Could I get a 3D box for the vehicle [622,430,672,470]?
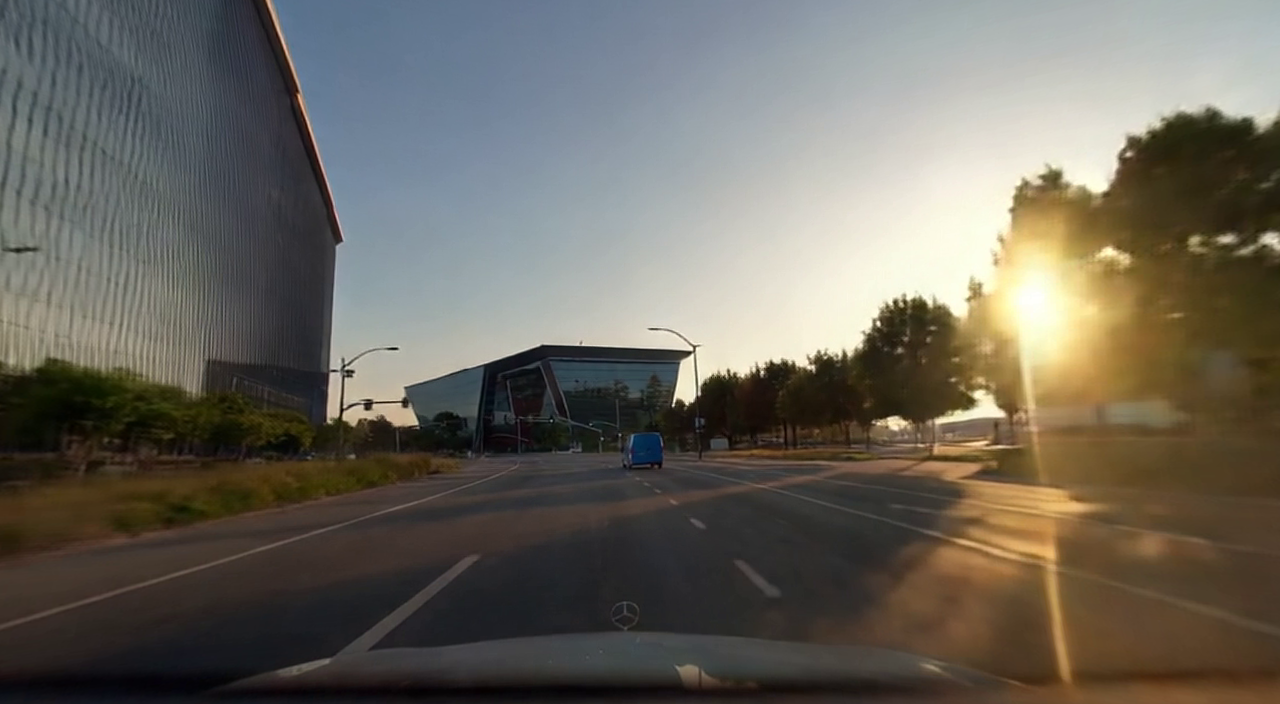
[{"bbox_3d":[0.333,6.006,38.627,2.339,2.244,4.817,1,-9,-8],"label":"vehicle"}]
